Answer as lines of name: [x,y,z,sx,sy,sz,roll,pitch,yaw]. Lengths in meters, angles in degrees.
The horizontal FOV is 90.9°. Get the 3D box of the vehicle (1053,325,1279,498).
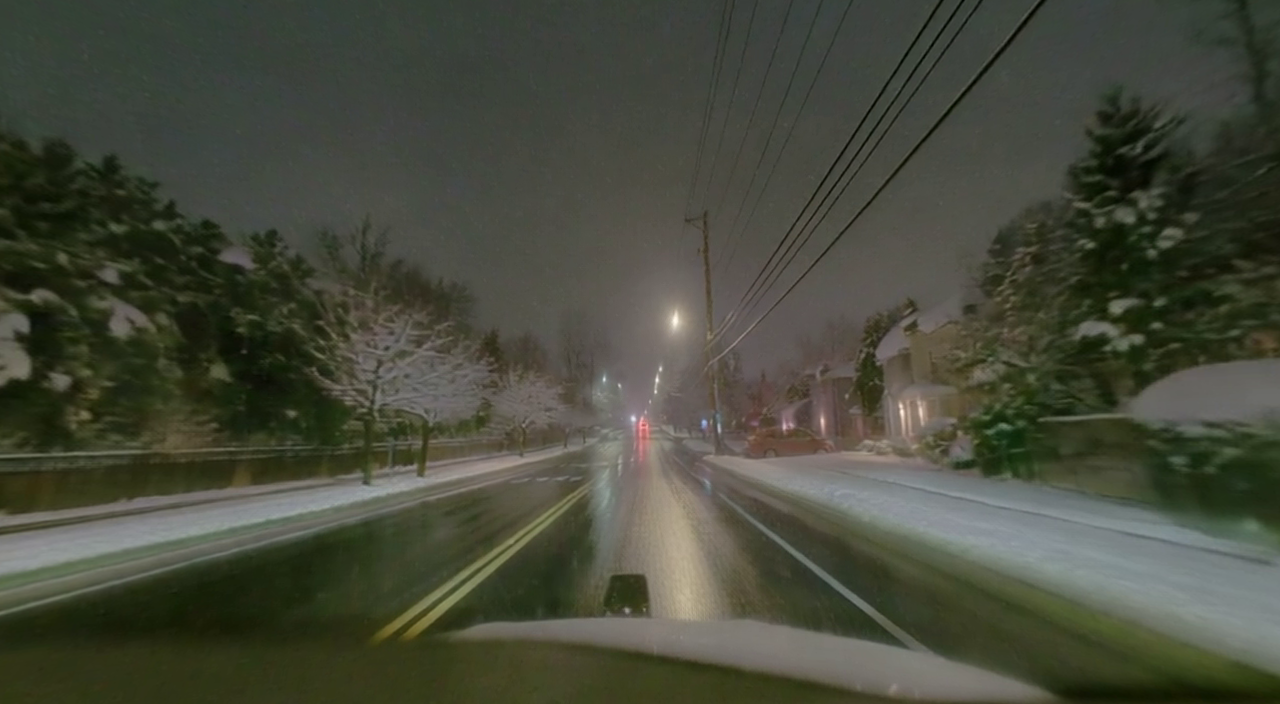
vehicle: [7.601,0.757,7.907,1.878,1.743,4.556,-6,-9,4]
